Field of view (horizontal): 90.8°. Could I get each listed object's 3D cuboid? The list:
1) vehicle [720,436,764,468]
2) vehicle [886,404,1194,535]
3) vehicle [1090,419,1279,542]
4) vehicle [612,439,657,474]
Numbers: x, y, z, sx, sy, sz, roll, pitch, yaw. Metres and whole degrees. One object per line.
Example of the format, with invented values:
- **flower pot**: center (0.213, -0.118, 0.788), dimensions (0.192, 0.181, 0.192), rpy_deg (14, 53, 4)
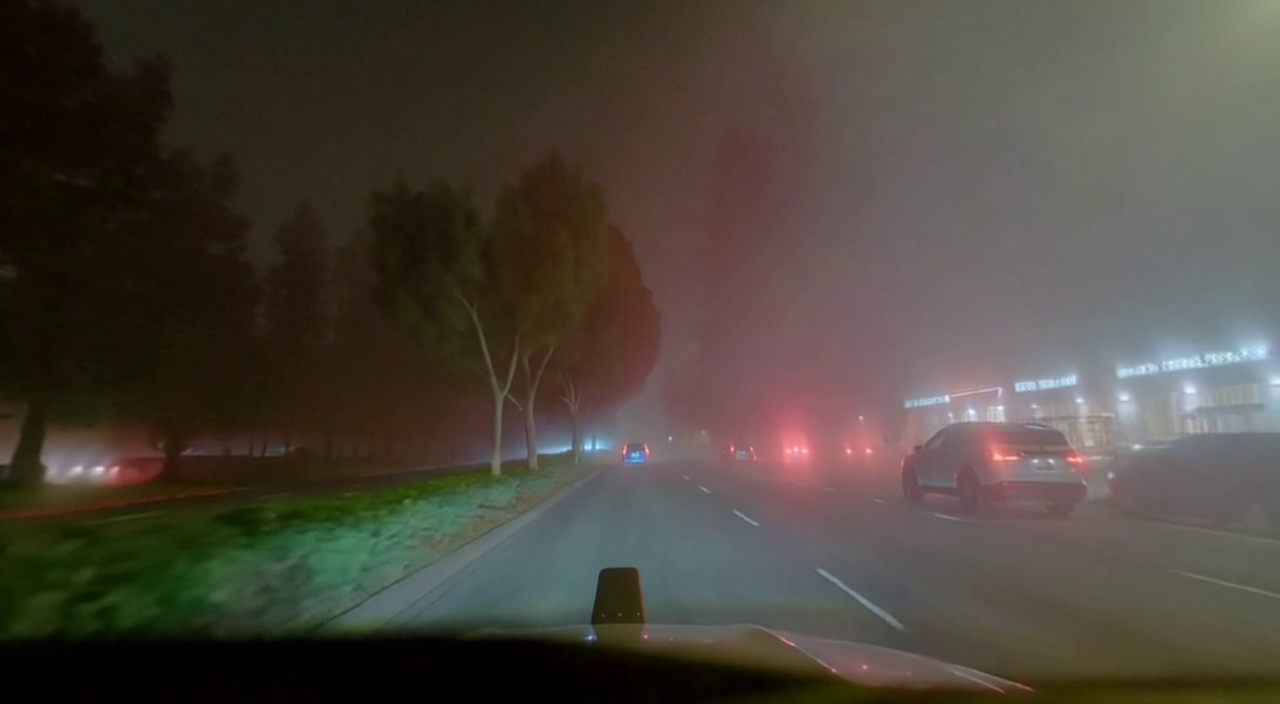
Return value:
- **vehicle**: center (6.216, 6.123, 38.945), dimensions (1.955, 1.845, 4.538), rpy_deg (0, -8, 0)
- **vehicle**: center (7.073, 2.172, 12.304), dimensions (2.240, 1.923, 5.678), rpy_deg (0, -8, -1)
- **vehicle**: center (10.315, 2.042, 10.353), dimensions (1.988, 1.783, 5.324), rpy_deg (0, -9, 1)
- **vehicle**: center (-0.266, 4.993, 30.507), dimensions (2.037, 1.568, 3.693), rpy_deg (0, -8, 0)
